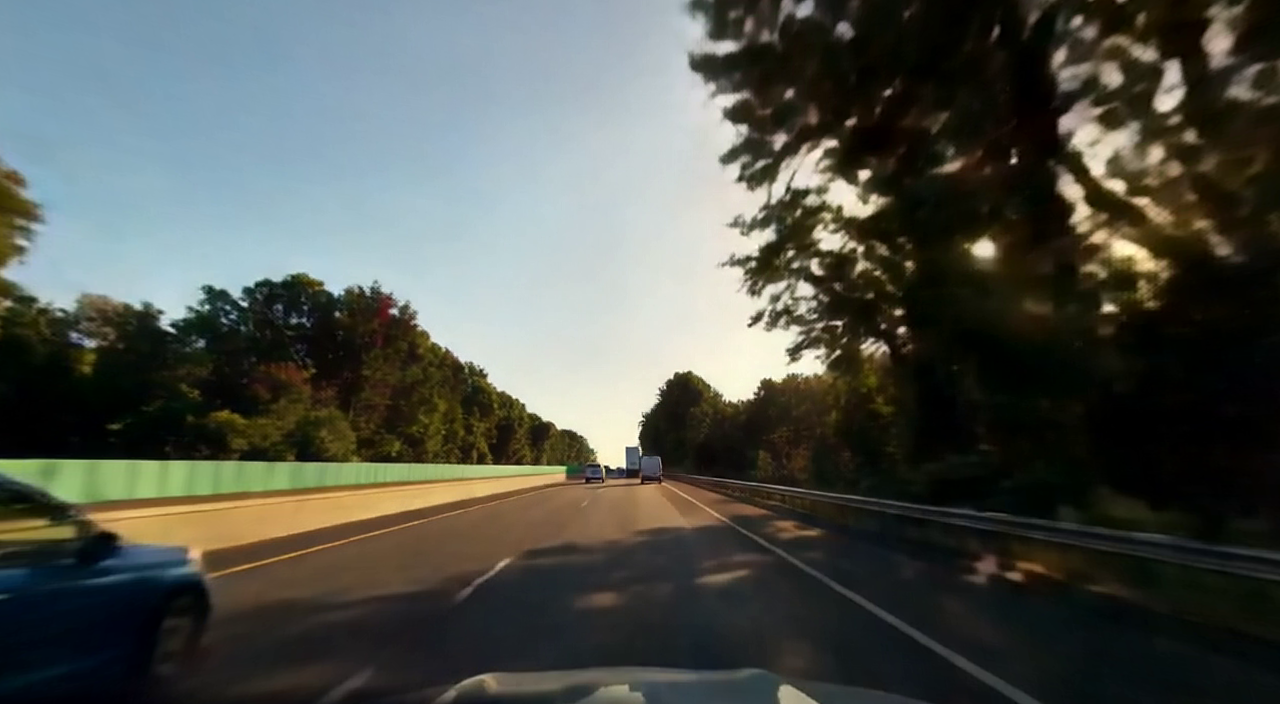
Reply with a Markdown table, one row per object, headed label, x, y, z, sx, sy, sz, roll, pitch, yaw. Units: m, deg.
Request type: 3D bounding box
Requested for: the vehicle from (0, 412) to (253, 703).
| label | x | y | z | sx | sy | sz | roll | pitch | yaw |
| --- | --- | --- | --- | --- | --- | --- | --- | --- | --- |
| vehicle | -3.416 | 0.829 | 1.603 | 2.038 | 1.490 | 4.391 | 1 | -11 | 0 |
